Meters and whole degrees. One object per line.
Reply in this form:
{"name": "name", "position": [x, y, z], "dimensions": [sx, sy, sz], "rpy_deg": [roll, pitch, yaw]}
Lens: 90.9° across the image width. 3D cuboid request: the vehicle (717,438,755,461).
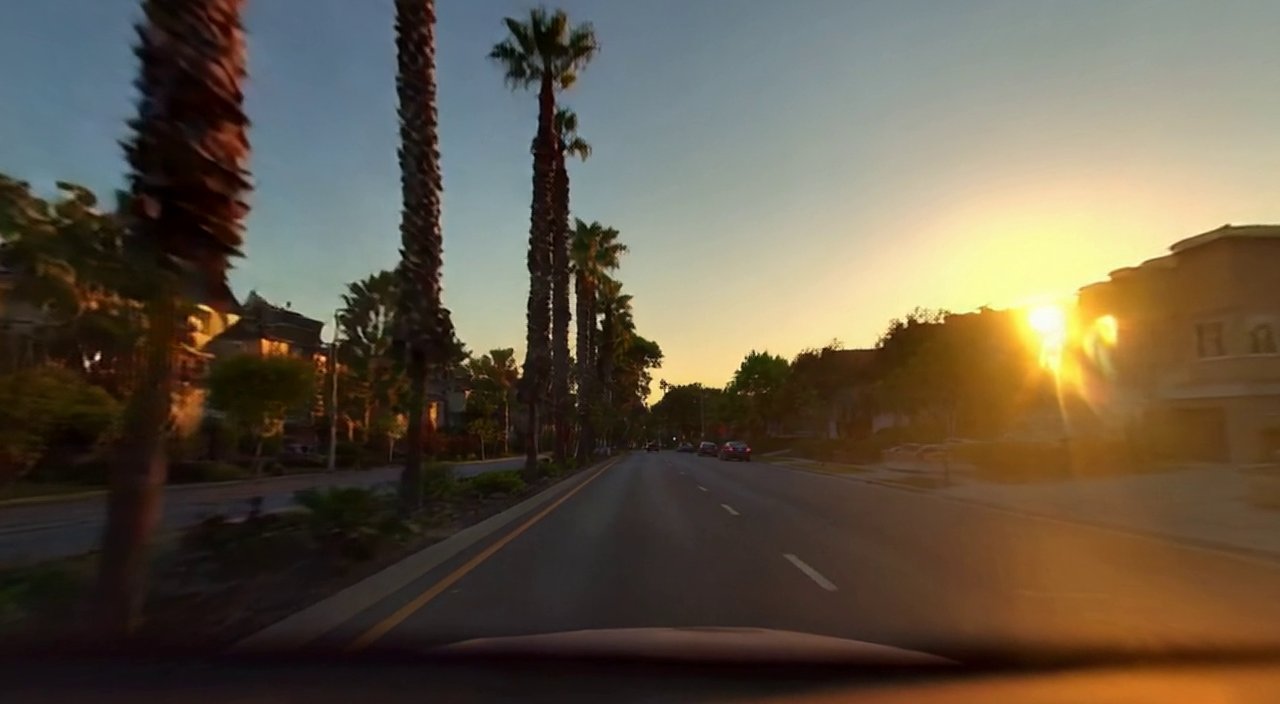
{"name": "vehicle", "position": [7.200, 7.403, 47.776], "dimensions": [2.126, 1.639, 4.539], "rpy_deg": [0, -8, -1]}
